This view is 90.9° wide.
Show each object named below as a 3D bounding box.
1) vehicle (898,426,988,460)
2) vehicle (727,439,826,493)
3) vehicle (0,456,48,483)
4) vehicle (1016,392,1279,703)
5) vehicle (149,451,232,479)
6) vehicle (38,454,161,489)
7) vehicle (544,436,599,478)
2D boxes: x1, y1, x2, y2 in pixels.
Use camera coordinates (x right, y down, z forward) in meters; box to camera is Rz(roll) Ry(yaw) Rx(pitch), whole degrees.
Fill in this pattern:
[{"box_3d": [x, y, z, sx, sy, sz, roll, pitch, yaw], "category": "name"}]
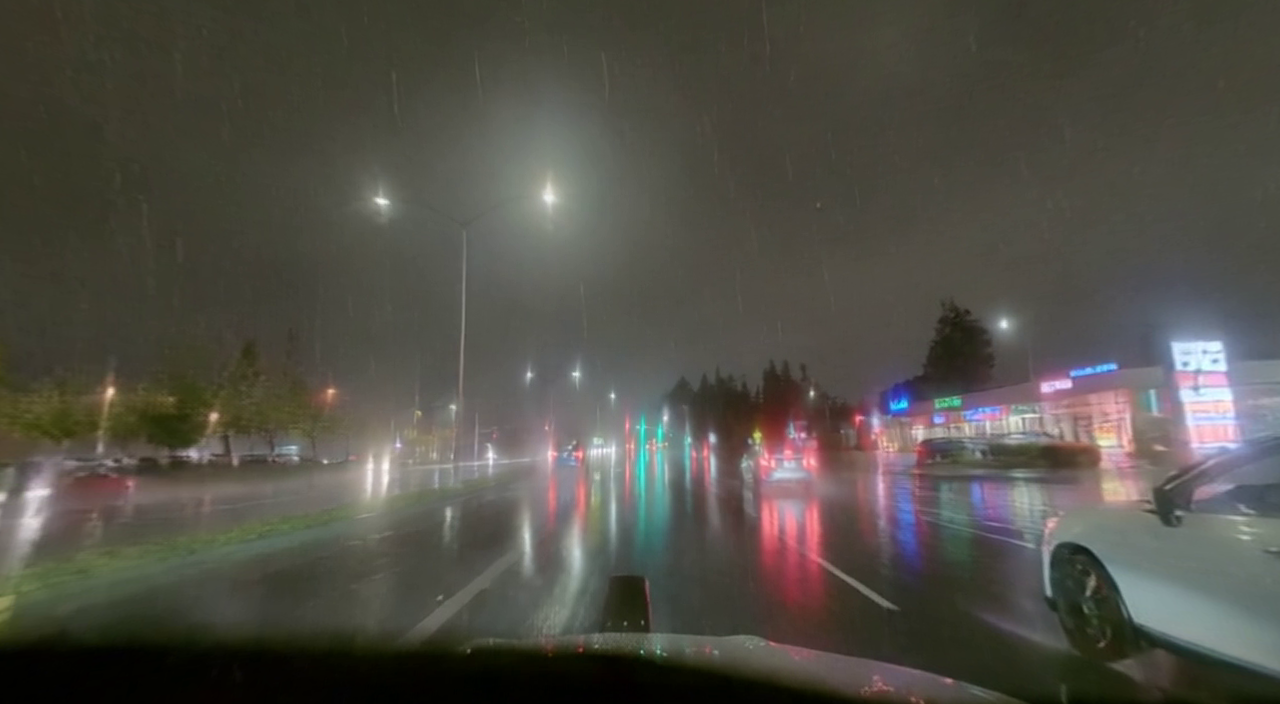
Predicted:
[{"box_3d": [20.779, 6.291, 43.779, 2.705, 2.011, 7.332, -3, -8, 1], "category": "vehicle"}, {"box_3d": [4.161, 3.545, 20.045, 2.036, 1.480, 4.659, 0, -8, -1], "category": "vehicle"}, {"box_3d": [-43.790, 8.075, 43.396, 1.895, 1.764, 4.510, 1, -8, -5], "category": "vehicle"}, {"box_3d": [3.590, 0.827, 1.959, 1.976, 1.491, 4.714, 0, -8, 1], "category": "vehicle"}, {"box_3d": [-30.741, 7.706, 43.303, 1.925, 1.776, 4.722, -1, -8, 4], "category": "vehicle"}, {"box_3d": [-28.245, 6.228, 33.123, 4.681, 1.623, 1.998, 7, -11, -39], "category": "vehicle"}, {"box_3d": [-3.055, 4.804, 29.099, 1.981, 1.731, 4.360, 0, -8, 1], "category": "vehicle"}]
